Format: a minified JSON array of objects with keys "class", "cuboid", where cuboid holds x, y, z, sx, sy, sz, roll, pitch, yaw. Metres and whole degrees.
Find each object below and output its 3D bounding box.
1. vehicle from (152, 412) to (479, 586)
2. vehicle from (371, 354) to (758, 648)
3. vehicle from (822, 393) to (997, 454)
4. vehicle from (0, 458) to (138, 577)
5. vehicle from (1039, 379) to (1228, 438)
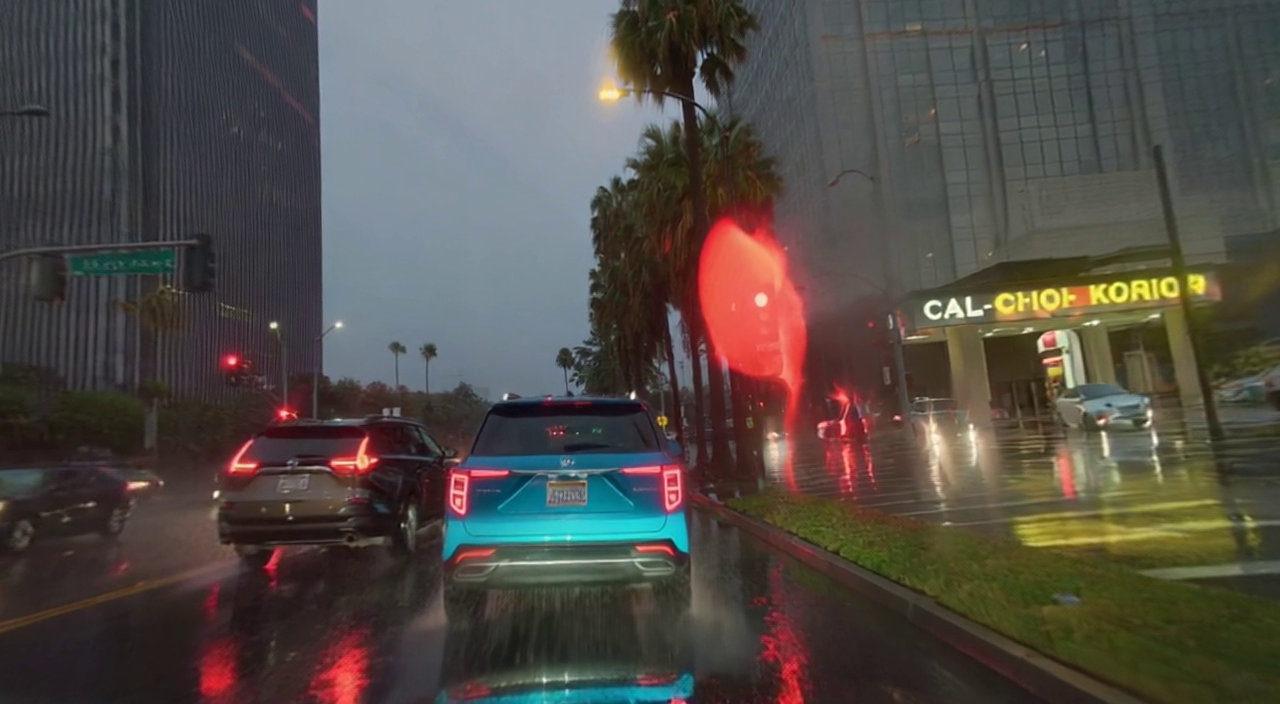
[{"class":"vehicle","cuboid":[-3.842,1.821,8.825,2.097,1.692,5.030,0,-8,-3]},{"class":"vehicle","cuboid":[-0.592,1.317,6.646,2.519,1.913,4.819,0,-8,-3]},{"class":"vehicle","cuboid":[9.588,2.618,22.819,5.307,2.076,2.122,0,-8,-4]},{"class":"vehicle","cuboid":[-11.528,2.846,11.522,2.331,1.708,4.660,3,-9,-21]},{"class":"vehicle","cuboid":[17.912,2.101,23.140,5.033,1.999,2.259,0,-8,-3]}]
